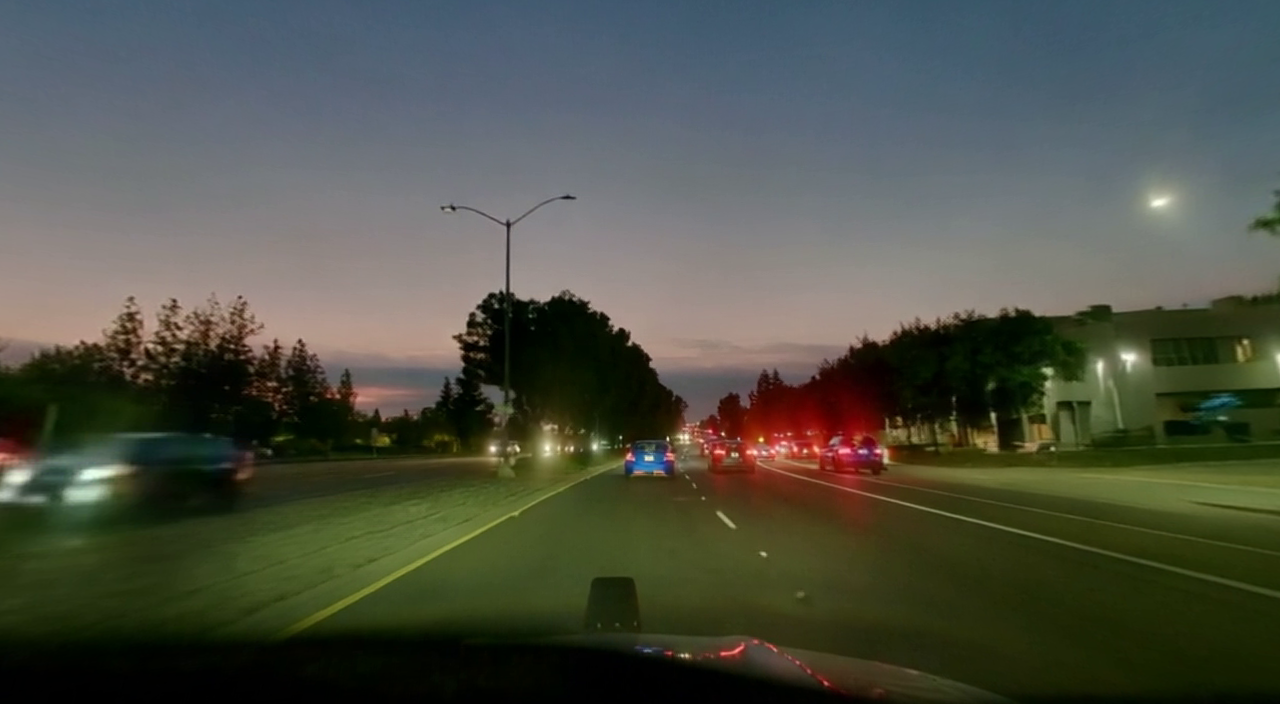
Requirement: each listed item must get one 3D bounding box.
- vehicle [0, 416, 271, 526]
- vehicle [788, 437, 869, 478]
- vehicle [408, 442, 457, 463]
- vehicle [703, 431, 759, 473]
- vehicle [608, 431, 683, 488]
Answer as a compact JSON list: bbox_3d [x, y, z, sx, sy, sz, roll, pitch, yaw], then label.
[{"bbox_3d":[-8.998,2.023,11.218,2.074,1.543,4.536,0,-8,0],"label":"vehicle"},{"bbox_3d":[7.489,4.223,25.470,1.928,1.488,4.361,0,-8,0],"label":"vehicle"},{"bbox_3d":[-15.747,7.663,48.039,2.036,1.524,4.590,0,-9,2],"label":"vehicle"},{"bbox_3d":[4.104,4.611,29.128,1.976,1.796,4.159,0,-8,0],"label":"vehicle"},{"bbox_3d":[0.191,3.402,20.175,2.145,1.603,4.369,0,-8,1],"label":"vehicle"}]
